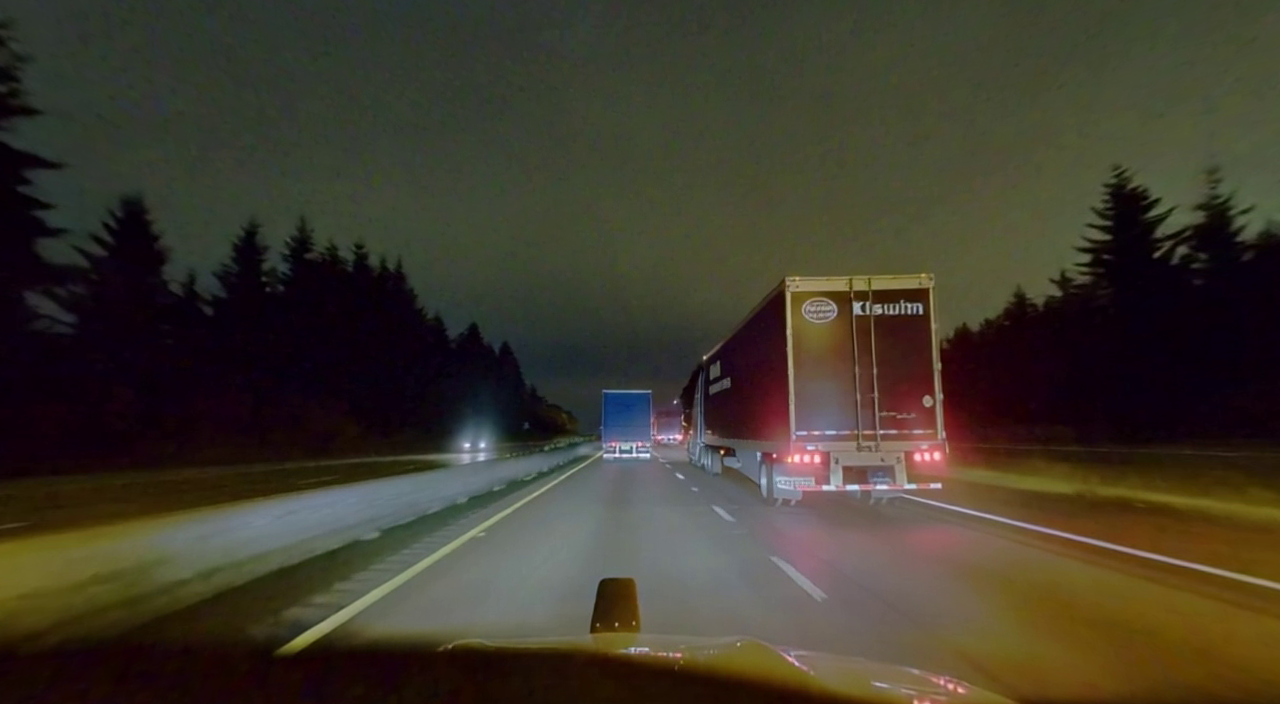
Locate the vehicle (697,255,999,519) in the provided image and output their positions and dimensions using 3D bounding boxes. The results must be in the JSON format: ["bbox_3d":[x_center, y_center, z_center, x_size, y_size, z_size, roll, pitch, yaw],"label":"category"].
[{"bbox_3d":[3.872,1.469,17.100,2.856,4.145,14.500,0,-8,-2],"label":"vehicle"}]

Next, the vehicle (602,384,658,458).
[{"bbox_3d":[-0.611,4.307,38.357,2.958,3.917,10.196,0,-8,-1],"label":"vehicle"}]
